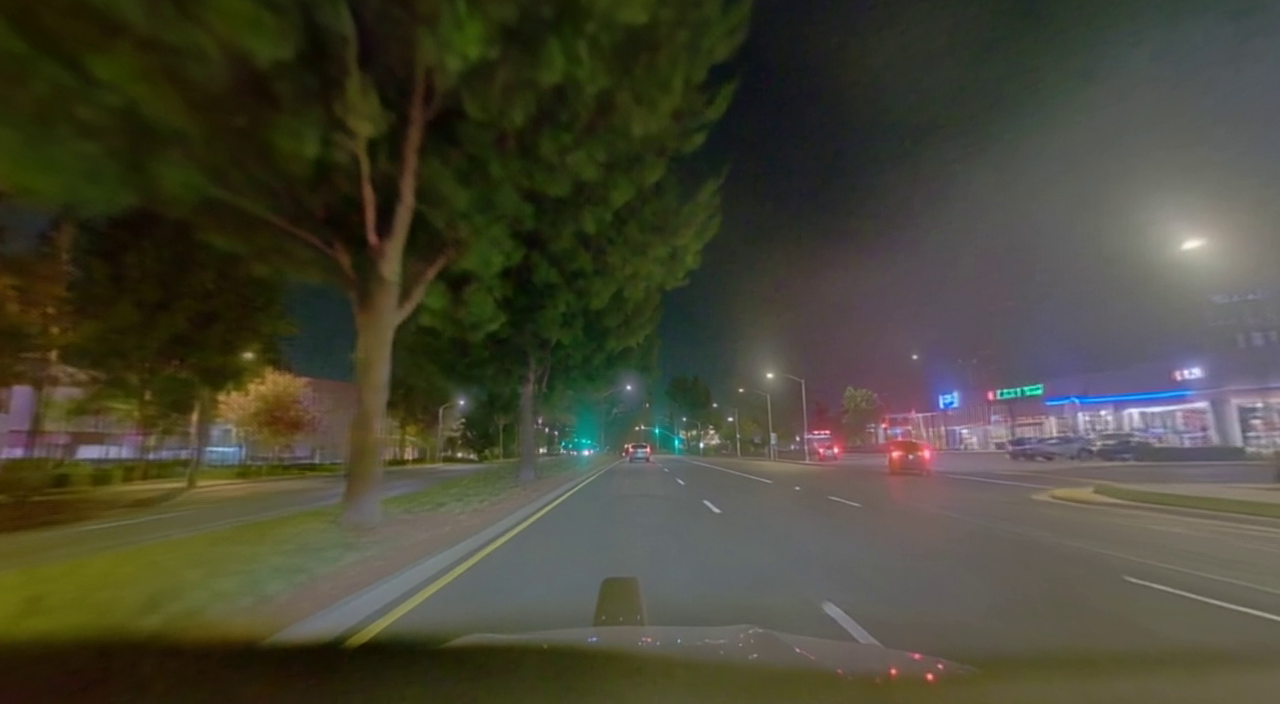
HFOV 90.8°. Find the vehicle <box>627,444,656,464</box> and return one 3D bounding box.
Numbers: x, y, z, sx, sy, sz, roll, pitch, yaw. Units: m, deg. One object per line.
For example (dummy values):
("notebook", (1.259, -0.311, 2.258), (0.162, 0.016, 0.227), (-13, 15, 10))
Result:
("vehicle", (0.109, 7.974, 49.699), (2.159, 1.461, 4.142), (0, -8, -1))
